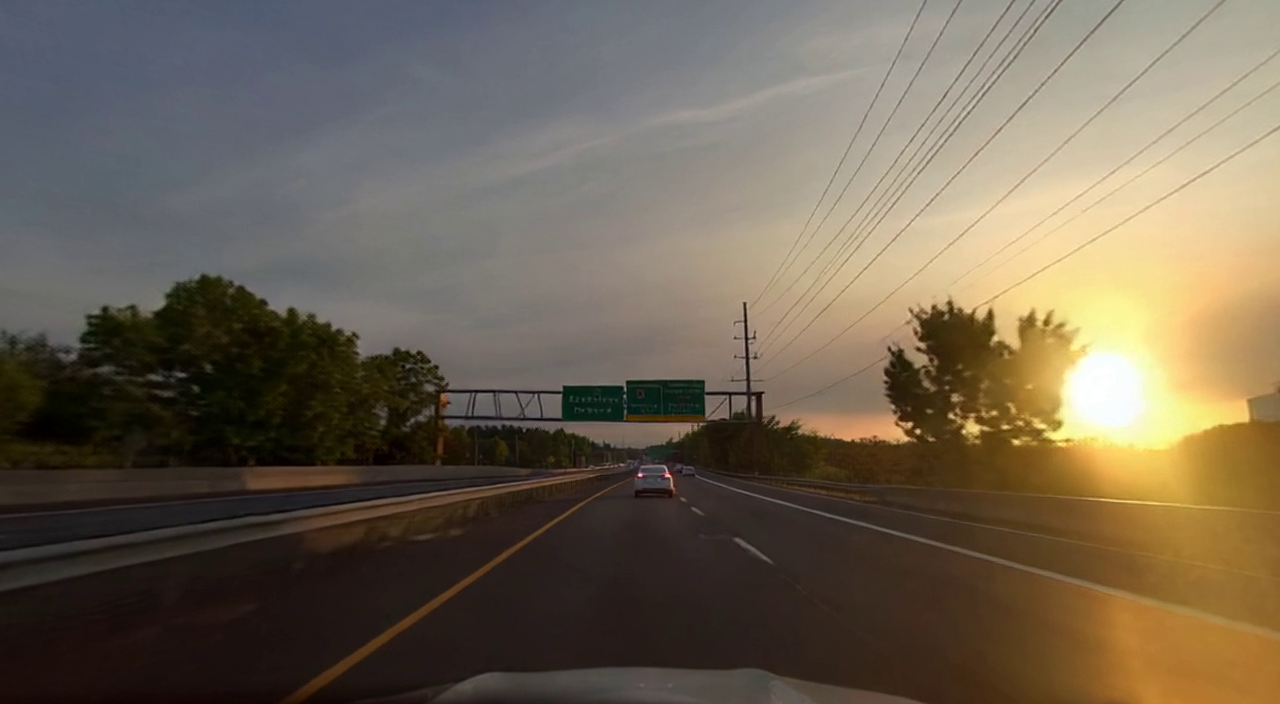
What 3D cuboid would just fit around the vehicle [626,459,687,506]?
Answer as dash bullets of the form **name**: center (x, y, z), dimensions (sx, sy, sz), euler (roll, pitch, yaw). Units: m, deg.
- **vehicle**: center (0.535, 4.622, 22.530), dimensions (1.987, 1.480, 3.786), euler (1, -10, 0)
